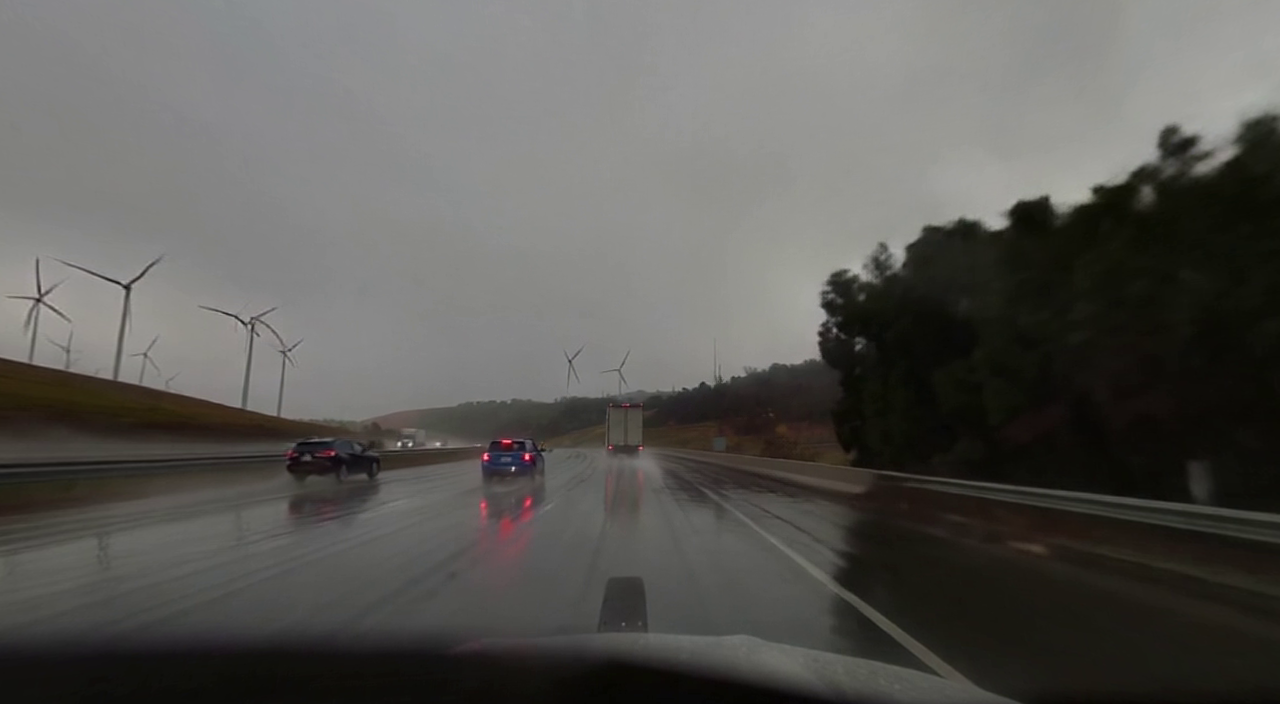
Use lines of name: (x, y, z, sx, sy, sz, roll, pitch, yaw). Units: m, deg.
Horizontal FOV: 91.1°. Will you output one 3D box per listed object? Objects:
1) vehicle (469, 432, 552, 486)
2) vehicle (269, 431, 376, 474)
vehicle: (-4.376, 3.671, 21.833, 2.109, 1.684, 3.783, 0, -8, -1)
vehicle: (-15.030, 4.799, 30.168, 2.285, 1.835, 5.672, 0, -8, -1)
